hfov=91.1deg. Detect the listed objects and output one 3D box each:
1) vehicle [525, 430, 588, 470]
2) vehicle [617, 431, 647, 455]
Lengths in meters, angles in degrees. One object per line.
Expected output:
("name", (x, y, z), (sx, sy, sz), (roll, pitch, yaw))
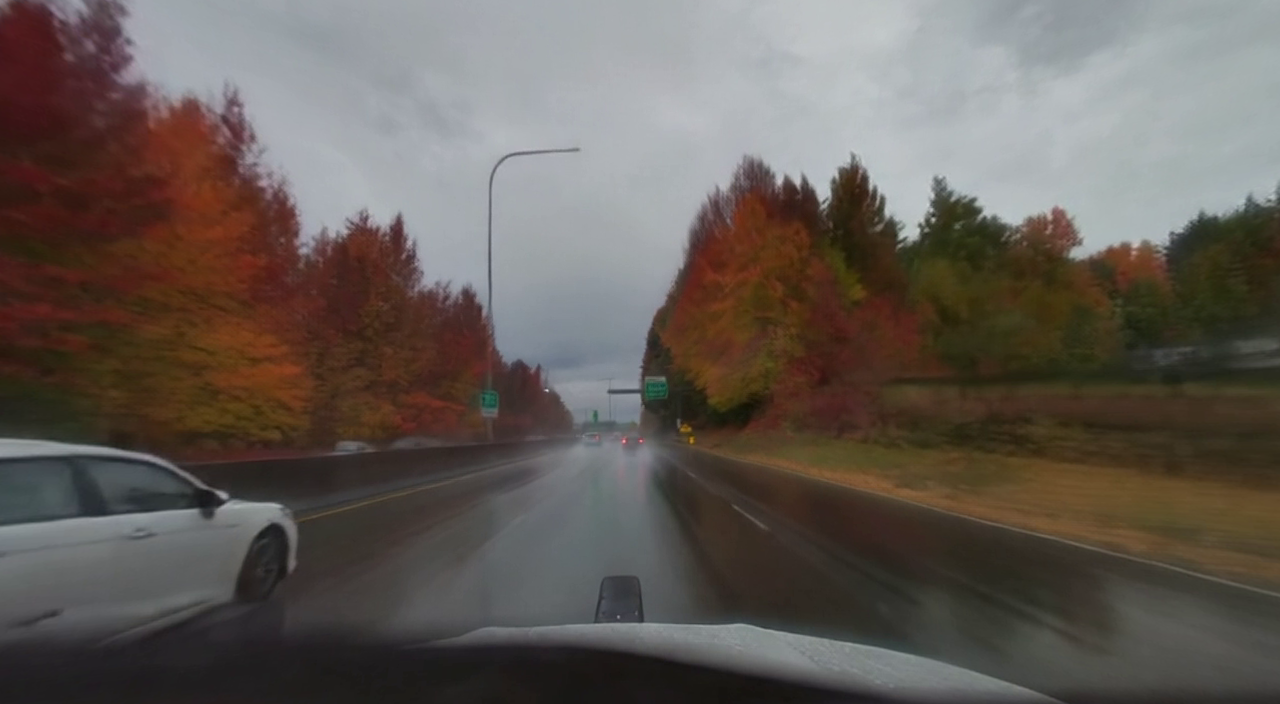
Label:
("vehicle", (-3.393, 4.083, 26.379), (1.989, 1.497, 4.645), (0, -8, 0))
("vehicle", (-0.544, 6.434, 44.653), (2.054, 1.609, 3.859), (0, -8, 0))
